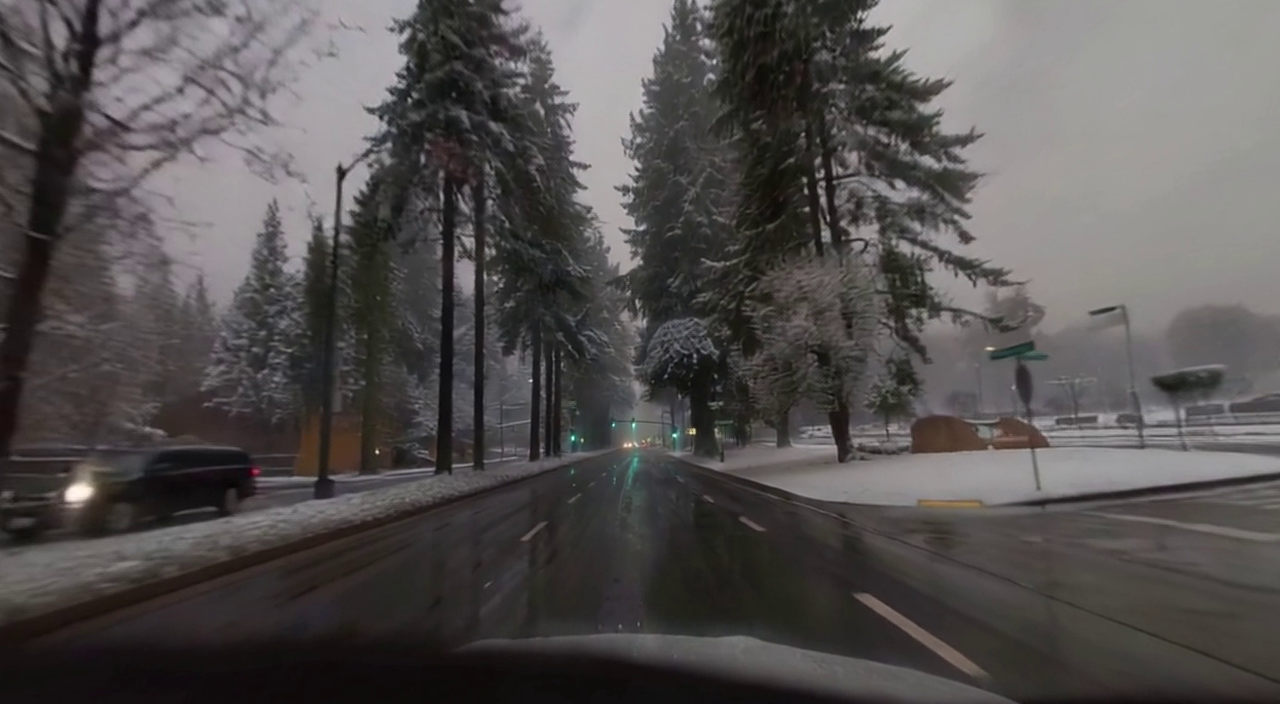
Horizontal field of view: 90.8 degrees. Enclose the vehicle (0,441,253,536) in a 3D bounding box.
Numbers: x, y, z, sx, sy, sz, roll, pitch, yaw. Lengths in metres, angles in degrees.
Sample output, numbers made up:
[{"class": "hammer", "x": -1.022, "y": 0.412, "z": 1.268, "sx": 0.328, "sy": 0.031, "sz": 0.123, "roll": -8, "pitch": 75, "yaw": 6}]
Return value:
[{"class": "vehicle", "x": -13.436, "y": 3.439, "z": 16.871, "sx": 2.505, "sy": 2.059, "sz": 5.803, "roll": -1, "pitch": -8, "yaw": 0}]
